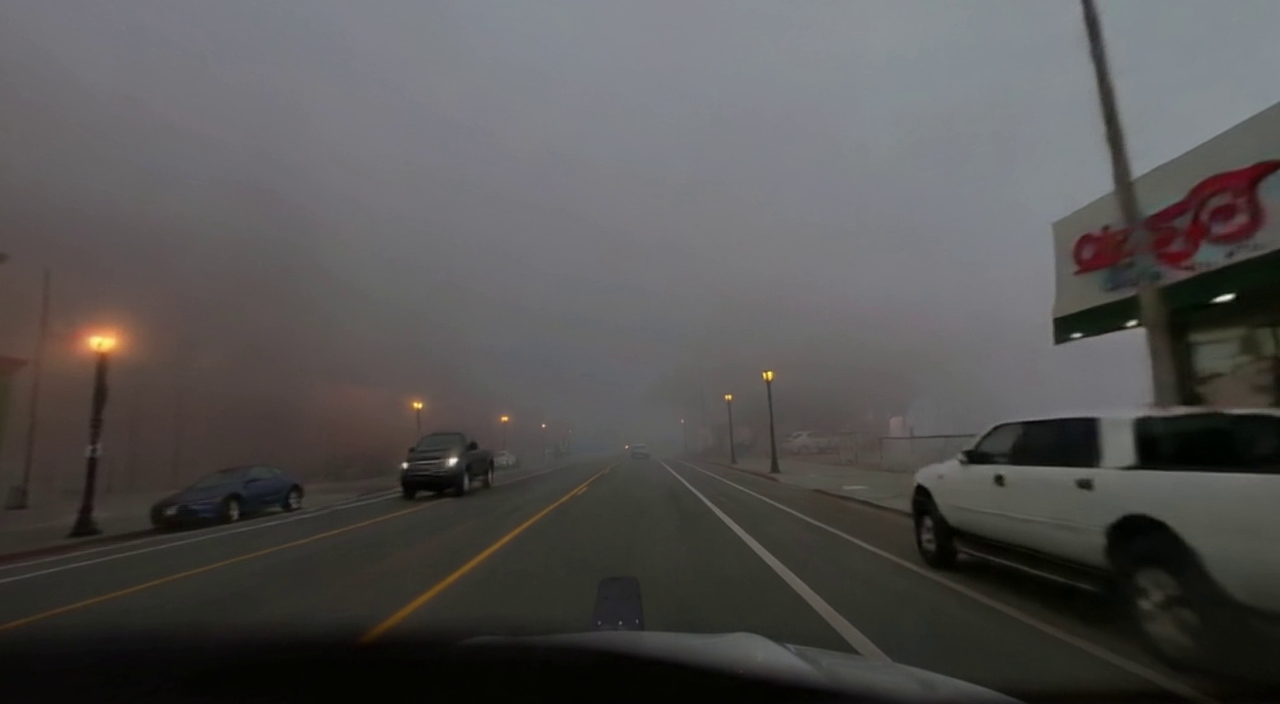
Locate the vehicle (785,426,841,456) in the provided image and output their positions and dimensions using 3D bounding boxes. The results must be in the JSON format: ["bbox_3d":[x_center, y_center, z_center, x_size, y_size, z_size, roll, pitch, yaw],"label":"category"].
[{"bbox_3d":[12.414,6.490,45.699,2.532,1.997,5.001,1,-9,-1],"label":"vehicle"}]

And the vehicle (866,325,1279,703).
[{"bbox_3d":[4.132,1.205,5.319,2.310,1.933,5.798,0,-8,0],"label":"vehicle"}]

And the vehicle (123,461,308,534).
[{"bbox_3d":[-10.478,3.578,16.080,1.846,1.463,4.206,0,-8,-1],"label":"vehicle"}]

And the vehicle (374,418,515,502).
[{"bbox_3d":[-5.446,3.125,18.687,2.267,2.070,5.719,0,-8,1],"label":"vehicle"}]

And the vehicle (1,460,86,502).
[{"bbox_3d":[-26.560,5.668,28.076,4.394,1.609,1.971,-7,-11,38],"label":"vehicle"}]
